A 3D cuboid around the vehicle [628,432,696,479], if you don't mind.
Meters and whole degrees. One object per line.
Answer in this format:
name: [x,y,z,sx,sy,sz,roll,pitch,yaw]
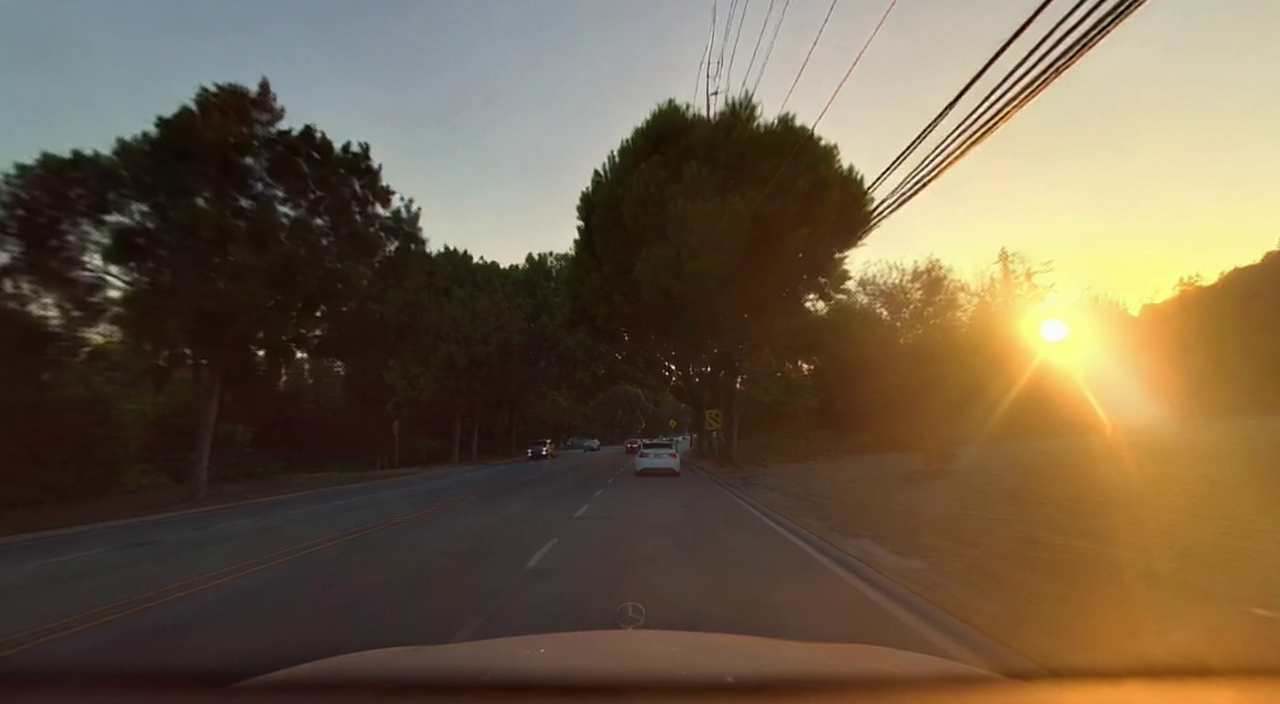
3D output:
vehicle: [0.713,3.613,22.286,2.153,1.461,4.374,-1,-8,0]
